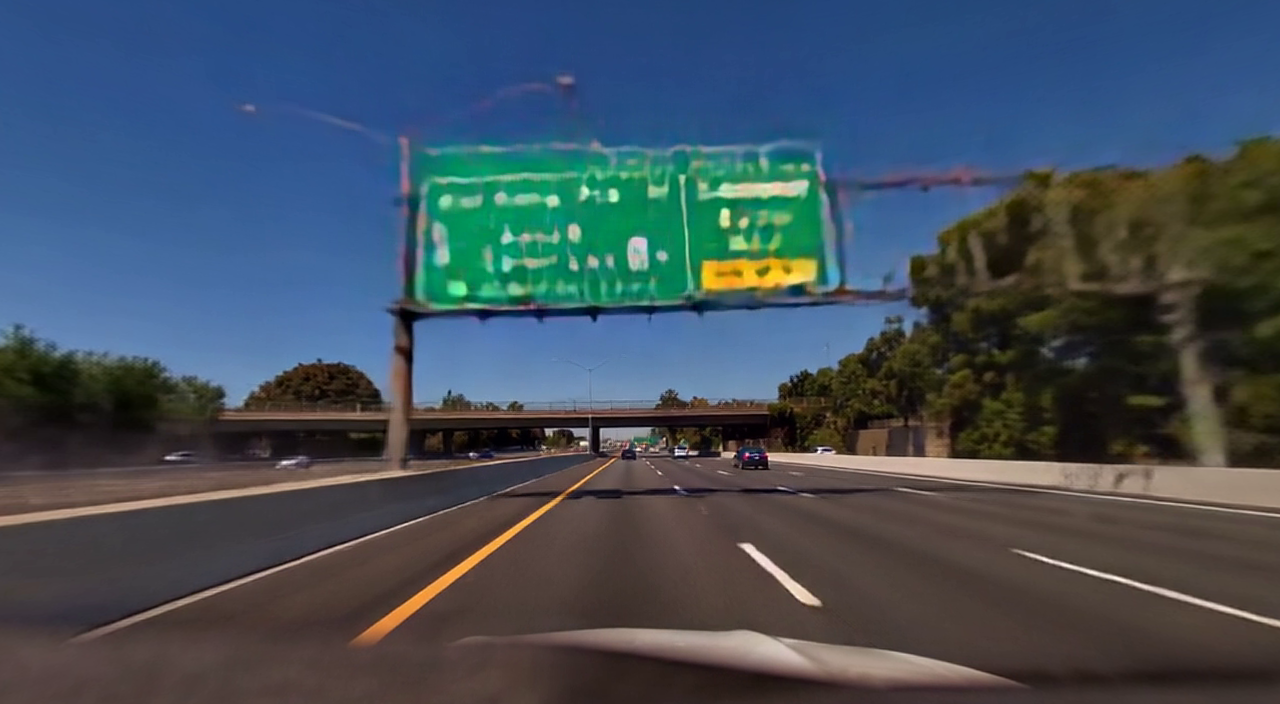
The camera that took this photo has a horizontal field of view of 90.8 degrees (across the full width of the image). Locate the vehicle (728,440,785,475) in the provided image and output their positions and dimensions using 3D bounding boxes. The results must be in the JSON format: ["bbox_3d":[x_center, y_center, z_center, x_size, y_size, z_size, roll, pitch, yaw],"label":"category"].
[{"bbox_3d":[6.068,5.528,33.340,2.030,1.706,4.279,0,-9,-2],"label":"vehicle"}]
